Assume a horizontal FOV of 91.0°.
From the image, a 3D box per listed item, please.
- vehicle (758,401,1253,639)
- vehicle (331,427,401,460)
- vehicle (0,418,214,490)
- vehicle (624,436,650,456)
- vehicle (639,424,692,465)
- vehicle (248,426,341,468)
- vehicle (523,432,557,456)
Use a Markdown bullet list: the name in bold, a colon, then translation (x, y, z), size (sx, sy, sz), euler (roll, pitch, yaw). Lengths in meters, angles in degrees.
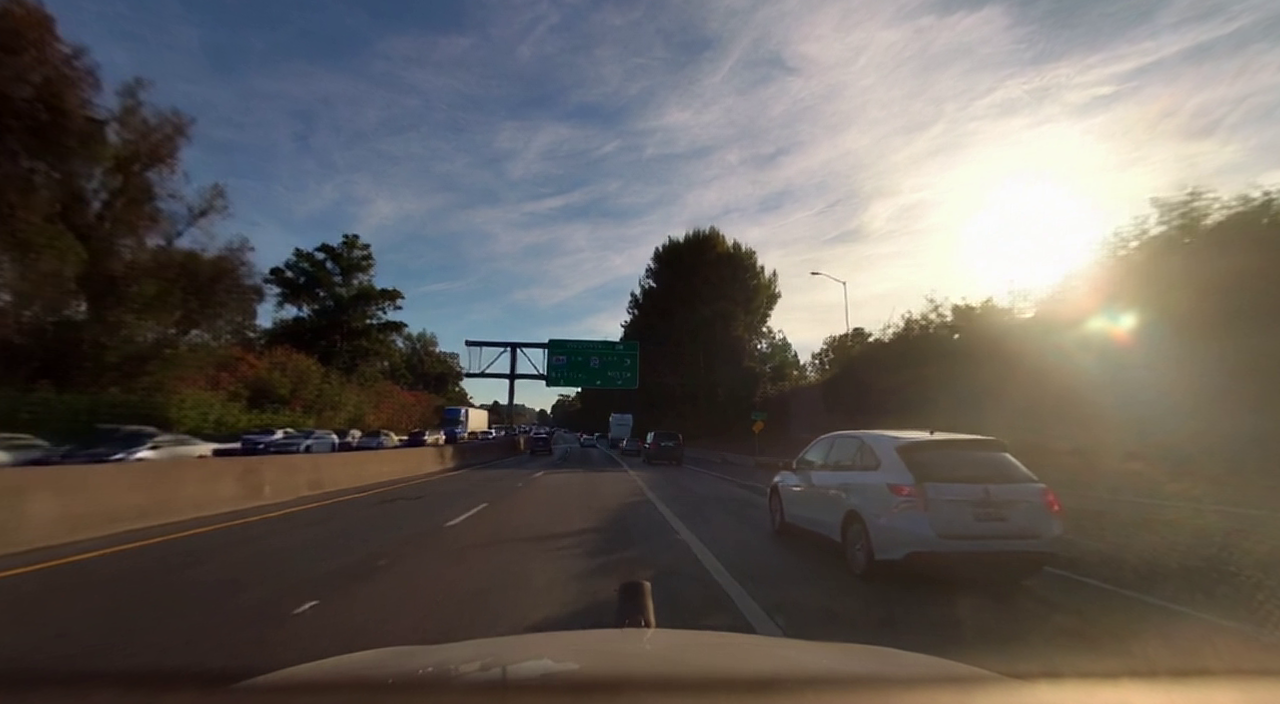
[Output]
- **vehicle**: translation (2.790, 1.385, 6.315), size (2.127, 1.497, 4.445), euler (0, -8, -3)
- **vehicle**: translation (-12.722, 4.277, 29.459), size (1.853, 1.406, 3.495), euler (1, -8, -4)
- **vehicle**: translation (-12.116, 2.343, 14.671), size (1.727, 1.433, 3.940), euler (0, -8, -4)
- **vehicle**: translation (-0.267, 7.103, 47.638), size (1.844, 1.462, 3.736), euler (0, -8, -2)
- **vehicle**: translation (1.220, 4.836, 32.915), size (2.207, 1.937, 5.610), euler (0, -8, -4)
- **vehicle**: translation (-12.622, 3.481, 23.222), size (1.610, 1.420, 3.445), euler (0, -8, -3)
- **vehicle**: translation (-7.494, 6.963, 47.544), size (2.058, 1.689, 4.315), euler (0, -8, -3)
